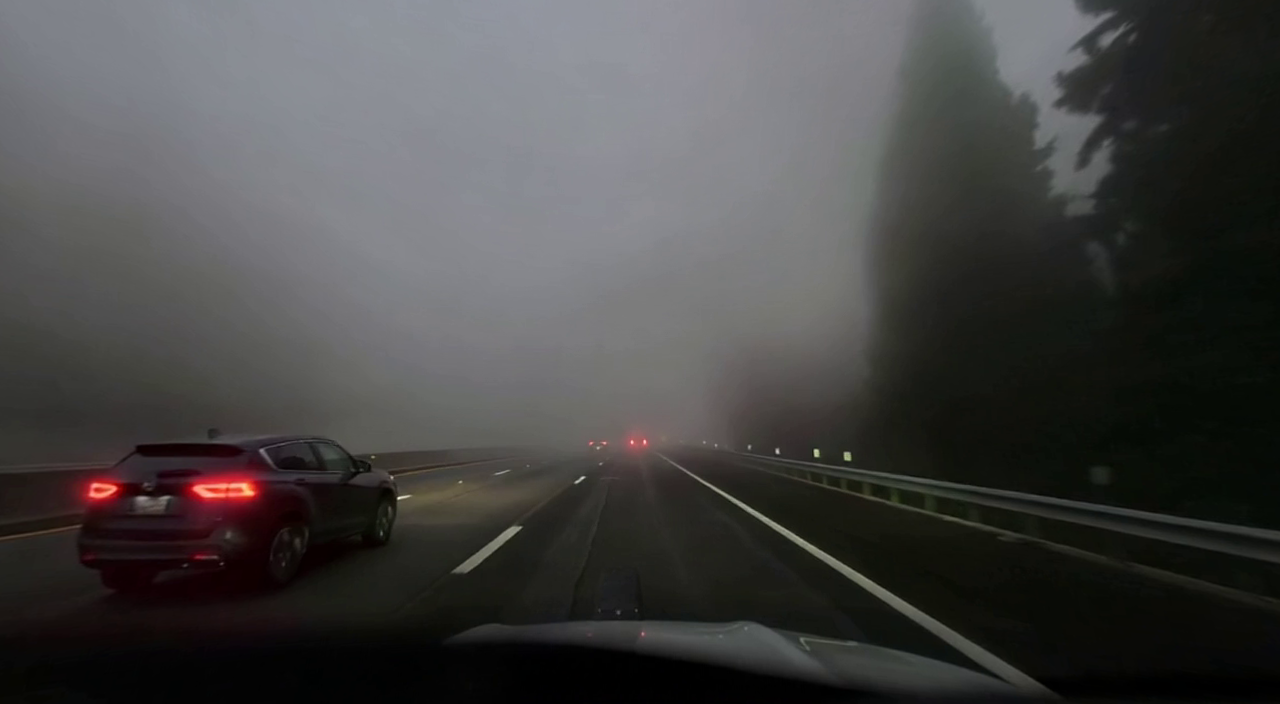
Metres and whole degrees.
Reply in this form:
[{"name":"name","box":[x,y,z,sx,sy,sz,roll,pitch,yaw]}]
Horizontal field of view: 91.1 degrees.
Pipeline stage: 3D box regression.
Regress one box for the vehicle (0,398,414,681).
[{"name":"vehicle","box":[-3.889,1.353,5.786,2.039,1.589,4.324,0,-8,0]}]
